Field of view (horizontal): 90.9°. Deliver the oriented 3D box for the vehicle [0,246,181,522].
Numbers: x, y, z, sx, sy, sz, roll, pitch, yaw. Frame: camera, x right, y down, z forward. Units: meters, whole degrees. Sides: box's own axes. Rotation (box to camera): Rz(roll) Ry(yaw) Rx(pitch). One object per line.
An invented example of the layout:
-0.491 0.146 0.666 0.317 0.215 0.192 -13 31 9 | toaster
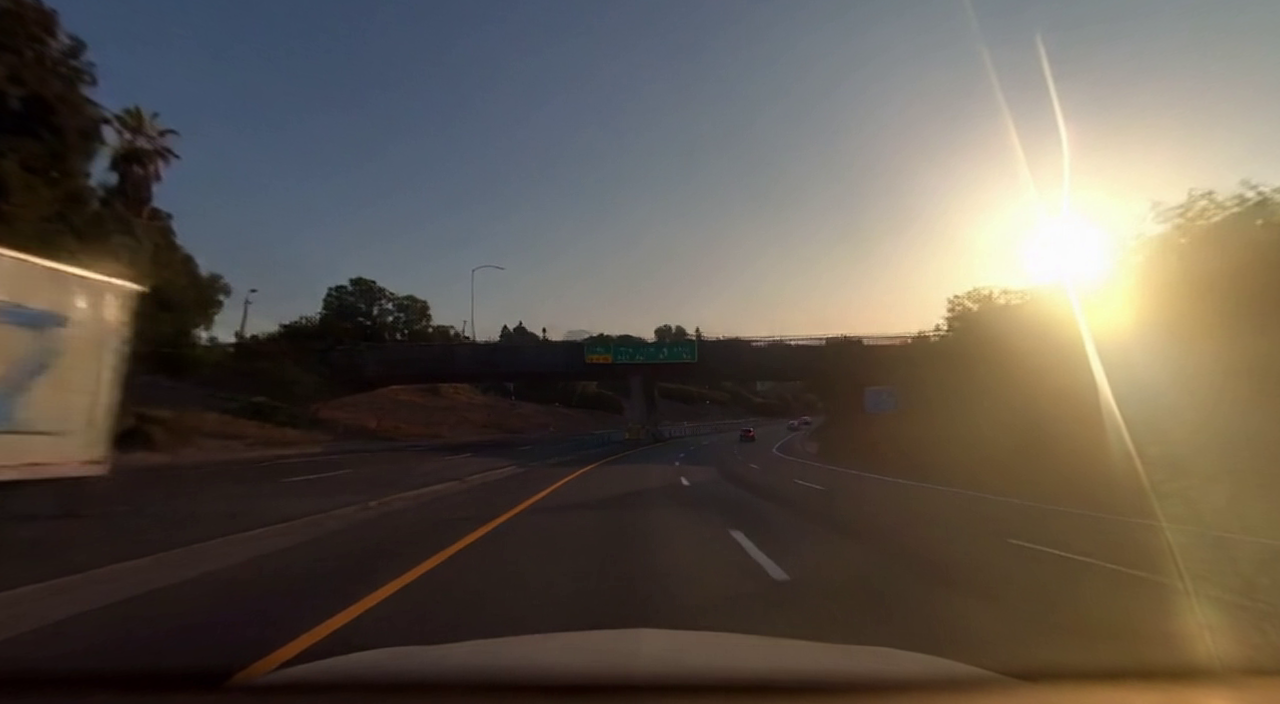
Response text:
-11.364 -0.148 5.288 2.882 4.213 15.918 0 -8 1 | vehicle
